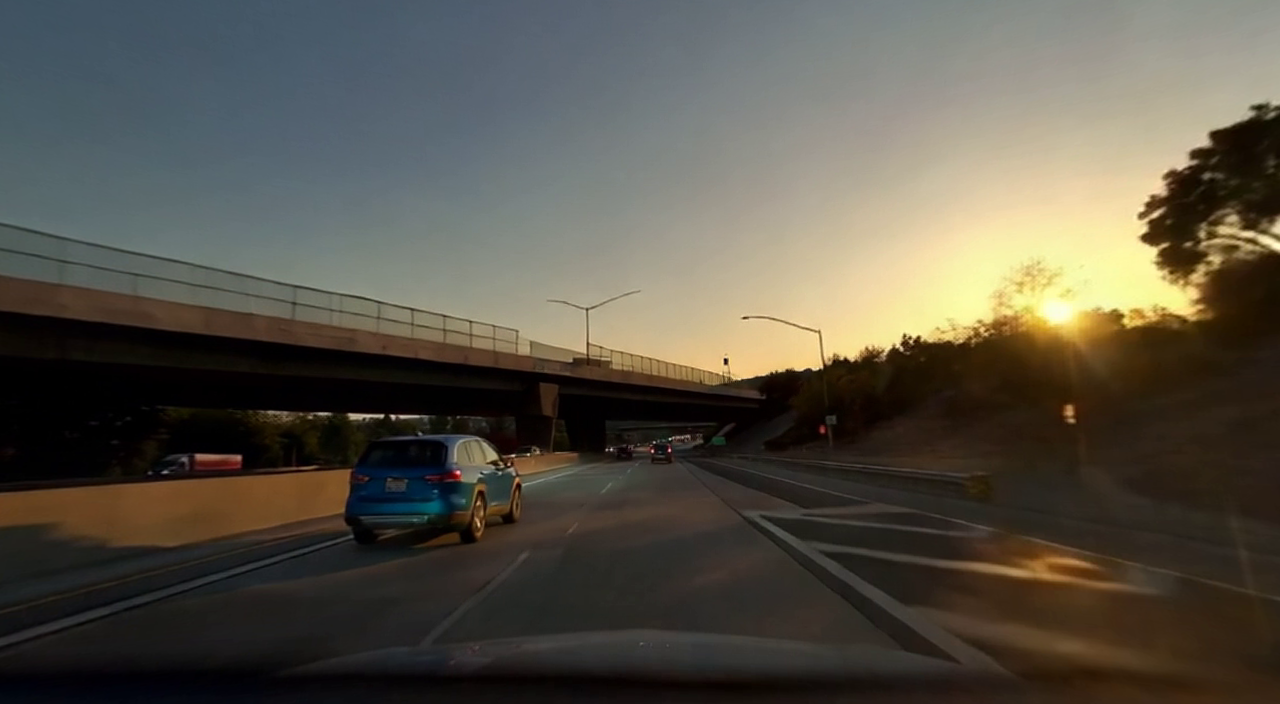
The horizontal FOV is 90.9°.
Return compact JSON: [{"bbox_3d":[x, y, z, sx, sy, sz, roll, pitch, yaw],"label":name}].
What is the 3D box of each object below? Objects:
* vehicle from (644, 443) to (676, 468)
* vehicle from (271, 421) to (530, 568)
[{"bbox_3d":[1.309,7.039,43.135,2.073,1.621,3.993,-1,-8,1],"label":"vehicle"},{"bbox_3d":[-3.216,2.009,9.716,2.143,1.693,4.513,-1,-9,1],"label":"vehicle"}]
